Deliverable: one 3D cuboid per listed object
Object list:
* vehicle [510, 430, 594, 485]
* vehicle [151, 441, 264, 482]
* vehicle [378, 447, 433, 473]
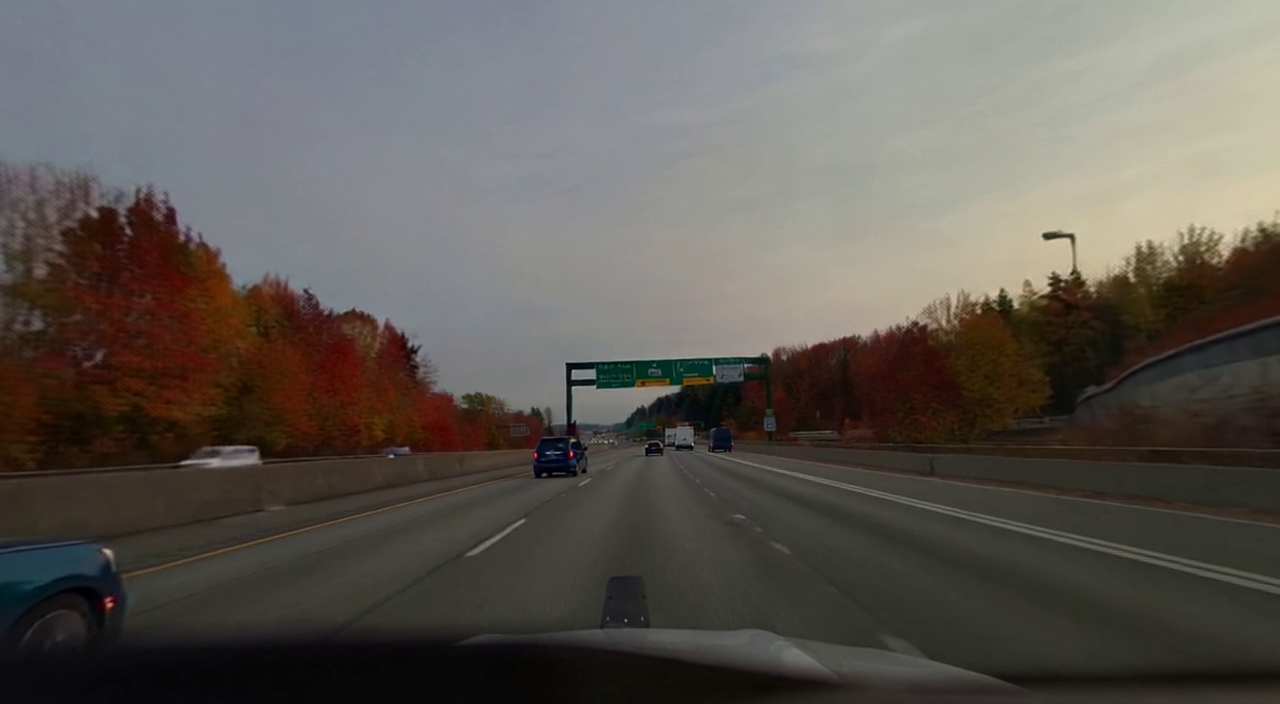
[{"bbox_3d":[-2.964,3.659,22.187,2.177,1.707,4.432,-1,-8,2],"label":"vehicle"},{"bbox_3d":[-23.311,5.894,34.231,2.175,2.021,5.334,-1,-8,2],"label":"vehicle"},{"bbox_3d":[-15.325,7.069,41.403,1.870,1.542,4.271,0,-8,1],"label":"vehicle"}]
